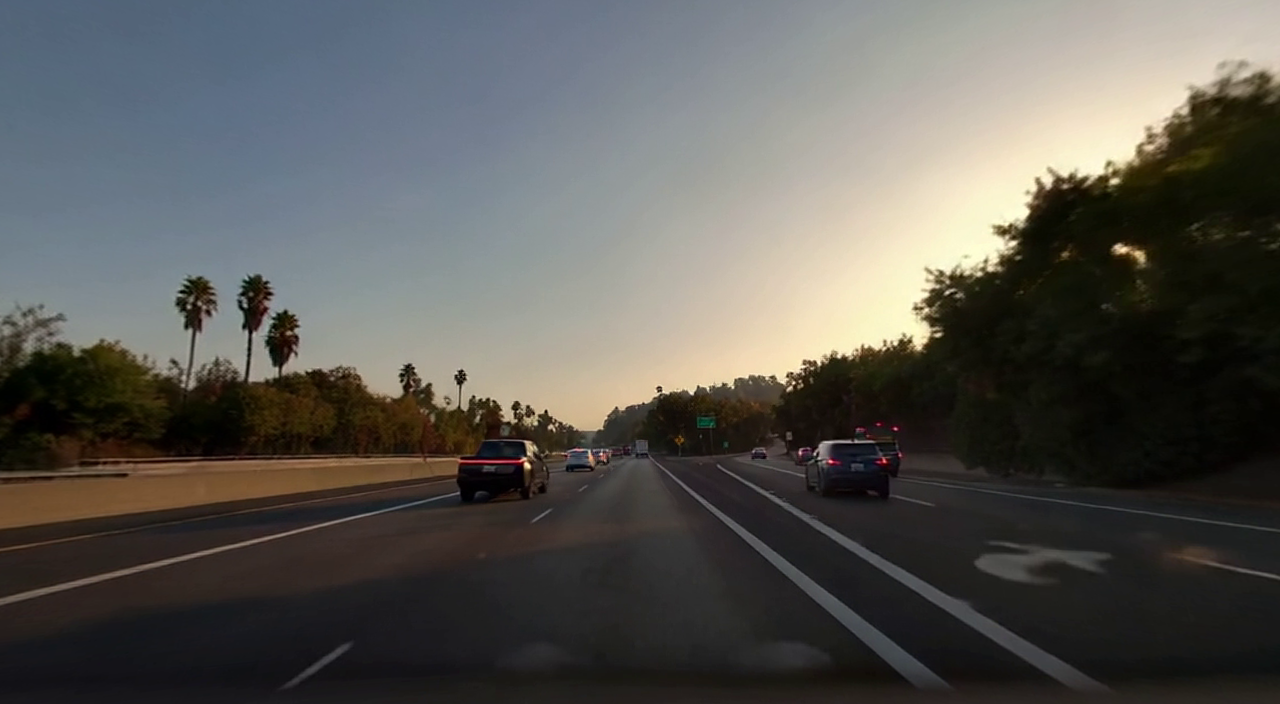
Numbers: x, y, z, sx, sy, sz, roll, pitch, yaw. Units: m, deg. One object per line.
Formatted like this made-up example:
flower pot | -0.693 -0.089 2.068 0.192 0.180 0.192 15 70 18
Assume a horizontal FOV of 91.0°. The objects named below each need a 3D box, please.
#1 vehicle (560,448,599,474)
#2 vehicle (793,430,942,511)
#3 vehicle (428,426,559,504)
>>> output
vehicle | -3.868 7.061 41.072 2.052 1.545 4.470 0 -9 1
vehicle | 5.798 3.101 16.955 2.303 1.791 5.247 -1 -9 4
vehicle | -4.038 3.285 18.762 2.420 1.937 5.916 0 -9 1
